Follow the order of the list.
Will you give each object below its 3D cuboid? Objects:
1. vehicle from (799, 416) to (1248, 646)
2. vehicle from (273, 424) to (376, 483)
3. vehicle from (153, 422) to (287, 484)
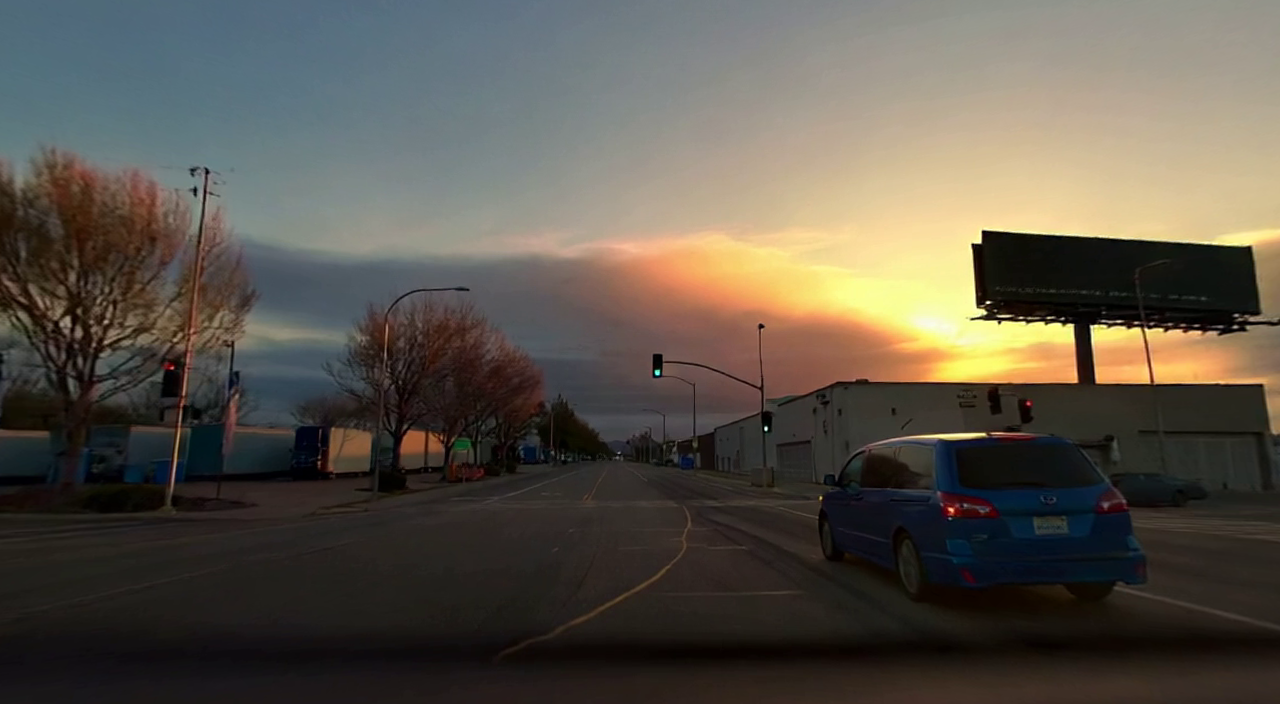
[{"bbox_3d":[3.728,1.817,7.568,2.202,1.822,4.826,1,-9,-2],"label":"vehicle"},{"bbox_3d":[-21.439,6.916,43.467,3.337,3.644,7.945,0,-8,-3],"label":"vehicle"},{"bbox_3d":[-28.203,6.945,43.032,2.943,3.741,9.094,0,-10,-1],"label":"vehicle"}]
